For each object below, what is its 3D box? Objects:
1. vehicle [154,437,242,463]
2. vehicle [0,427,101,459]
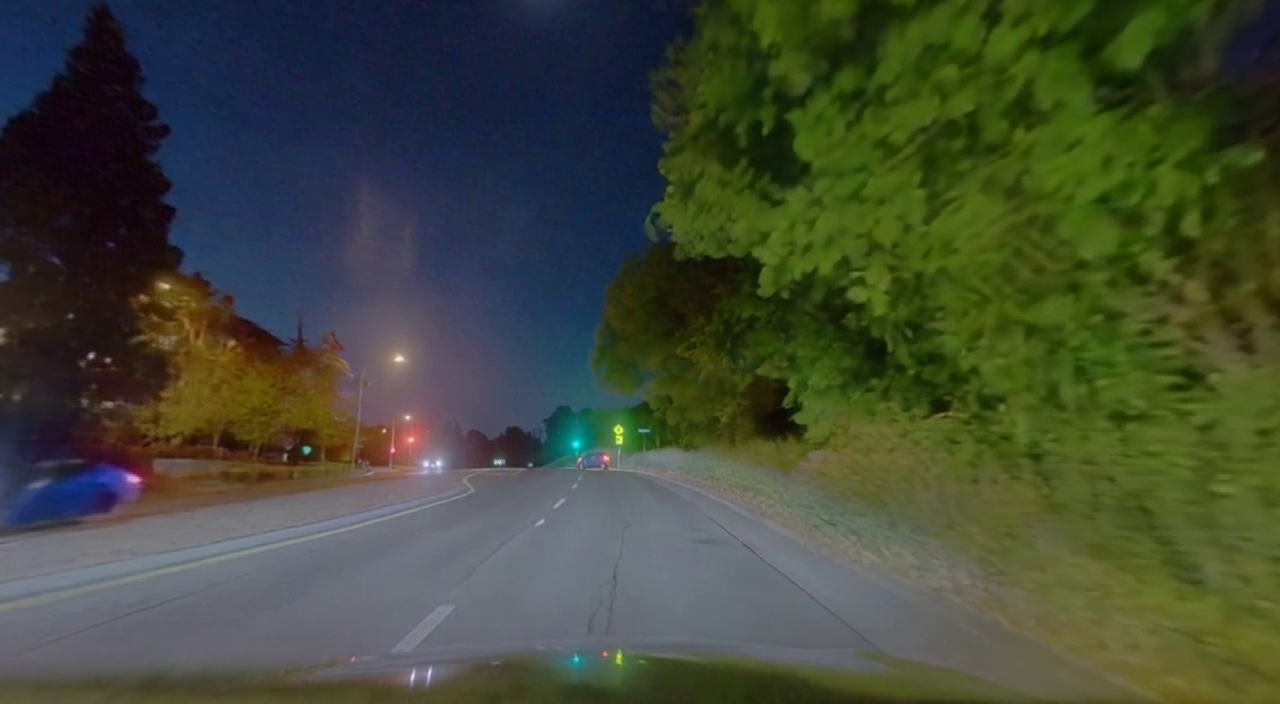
[{"bbox_3d":[-30.452,6.729,43.527,4.816,1.696,2.323,-3,-9,16],"label":"vehicle"},{"bbox_3d":[-33.237,5.128,35.393,4.506,1.654,2.239,-3,-9,13],"label":"vehicle"}]
